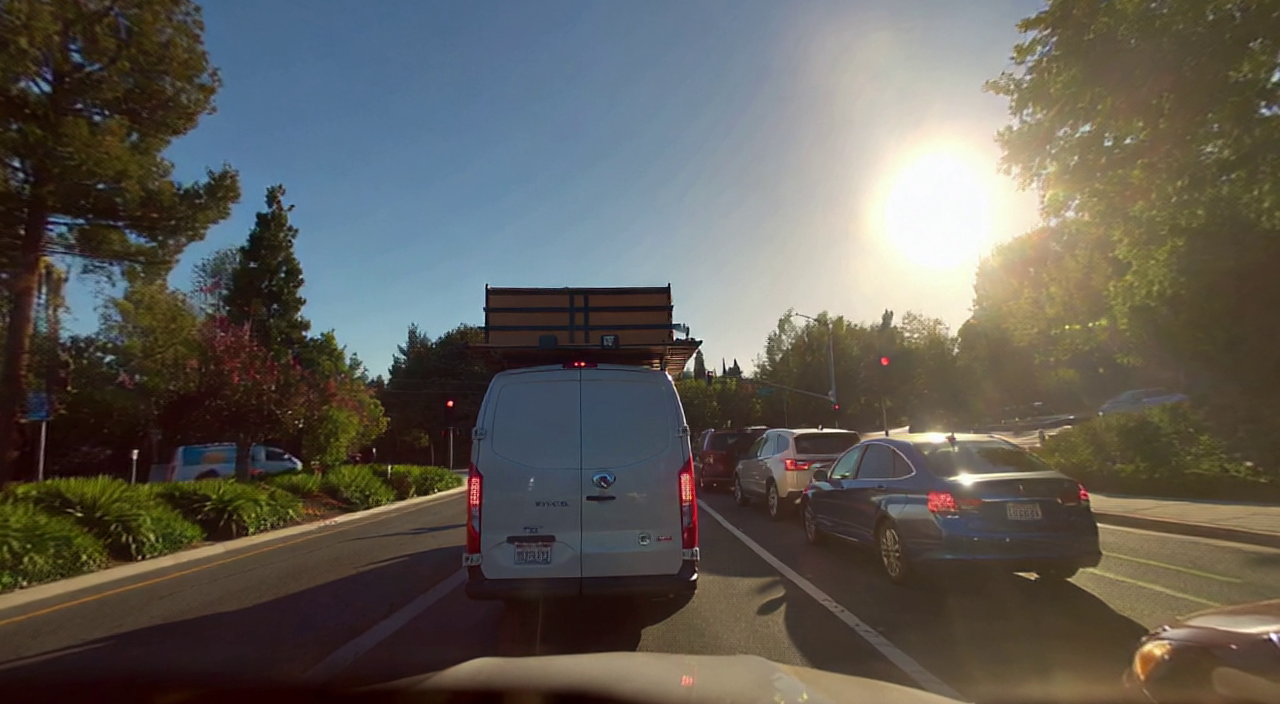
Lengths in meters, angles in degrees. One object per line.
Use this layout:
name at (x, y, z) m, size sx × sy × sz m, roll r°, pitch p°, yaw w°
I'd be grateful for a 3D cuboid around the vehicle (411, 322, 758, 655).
vehicle at (-0.356, 1.155, 6.187) m, size 2.145 × 2.089 × 4.309 m, roll 0°, pitch -9°, yaw 0°

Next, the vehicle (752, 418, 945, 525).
vehicle at (3.718, 2.224, 12.269) m, size 2.024 × 1.692 × 4.252 m, roll 1°, pitch -9°, yaw -4°

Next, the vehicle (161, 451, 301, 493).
vehicle at (-19.786, 5.810, 30.906) m, size 5.241 × 1.894 × 2.257 m, roll 3°, pitch -9°, yaw -20°

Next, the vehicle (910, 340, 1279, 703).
vehicle at (3.452, 0.938, 3.416) m, size 1.965 × 1.671 × 4.146 m, roll 0°, pitch -9°, yaw -3°
